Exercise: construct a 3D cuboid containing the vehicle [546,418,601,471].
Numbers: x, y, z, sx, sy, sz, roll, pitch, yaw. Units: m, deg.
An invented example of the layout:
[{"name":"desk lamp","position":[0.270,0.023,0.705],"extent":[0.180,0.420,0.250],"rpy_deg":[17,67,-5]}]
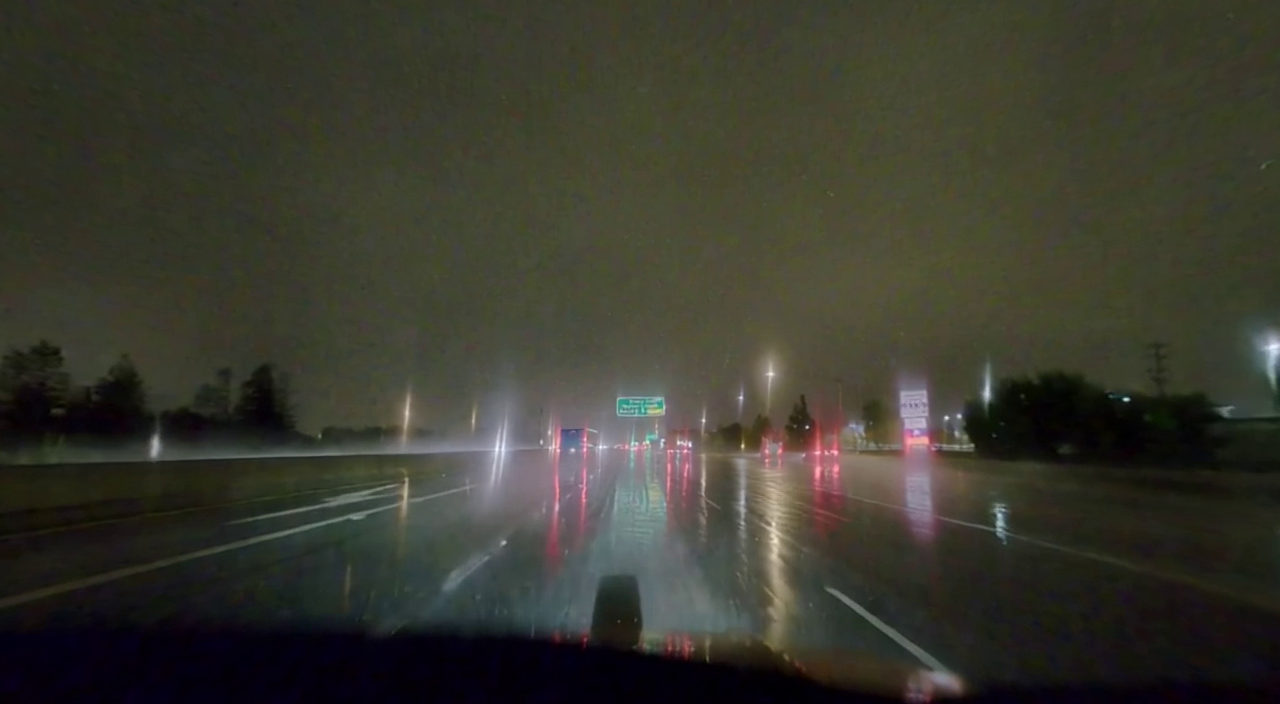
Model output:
[{"name":"vehicle","position":[-3.966,5.763,39.303],"extent":[2.881,2.937,7.045],"rpy_deg":[0,-9,-2]}]
